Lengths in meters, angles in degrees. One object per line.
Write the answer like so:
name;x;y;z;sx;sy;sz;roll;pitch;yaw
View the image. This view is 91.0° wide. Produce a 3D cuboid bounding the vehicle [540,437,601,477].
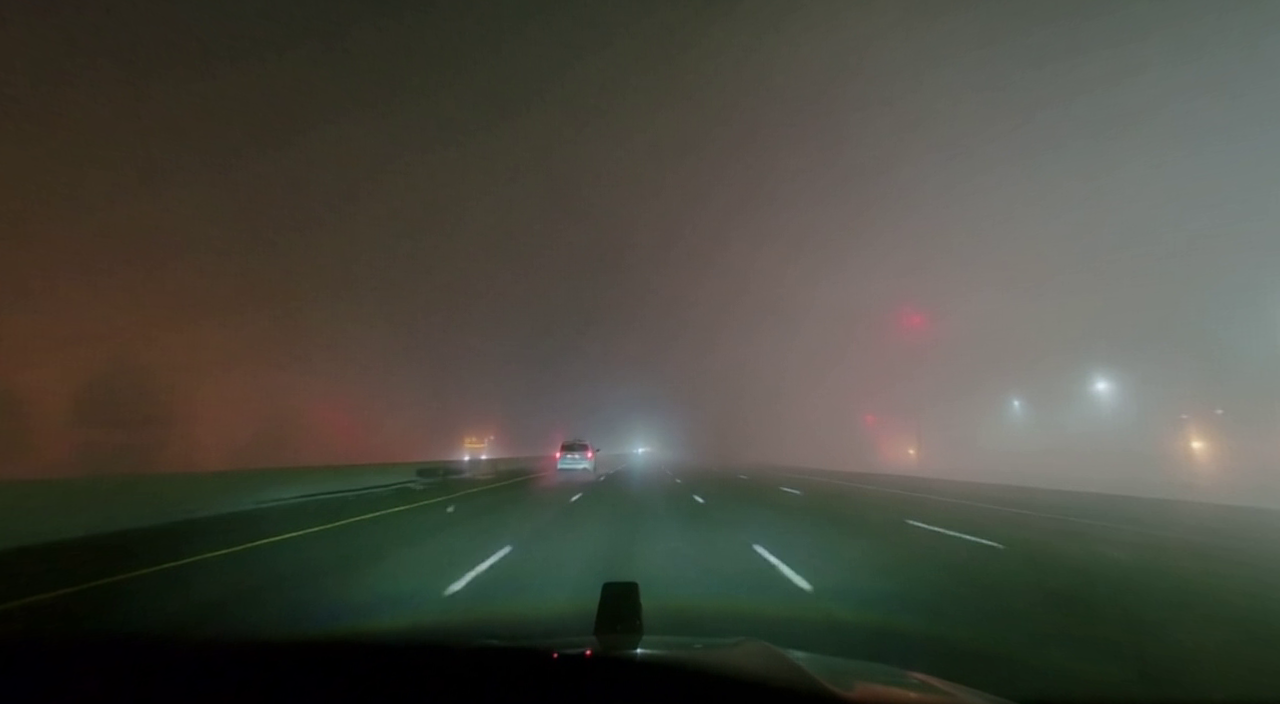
vehicle;-3.589;5.613;33.780;2.431;1.928;5.760;0;-9;2
